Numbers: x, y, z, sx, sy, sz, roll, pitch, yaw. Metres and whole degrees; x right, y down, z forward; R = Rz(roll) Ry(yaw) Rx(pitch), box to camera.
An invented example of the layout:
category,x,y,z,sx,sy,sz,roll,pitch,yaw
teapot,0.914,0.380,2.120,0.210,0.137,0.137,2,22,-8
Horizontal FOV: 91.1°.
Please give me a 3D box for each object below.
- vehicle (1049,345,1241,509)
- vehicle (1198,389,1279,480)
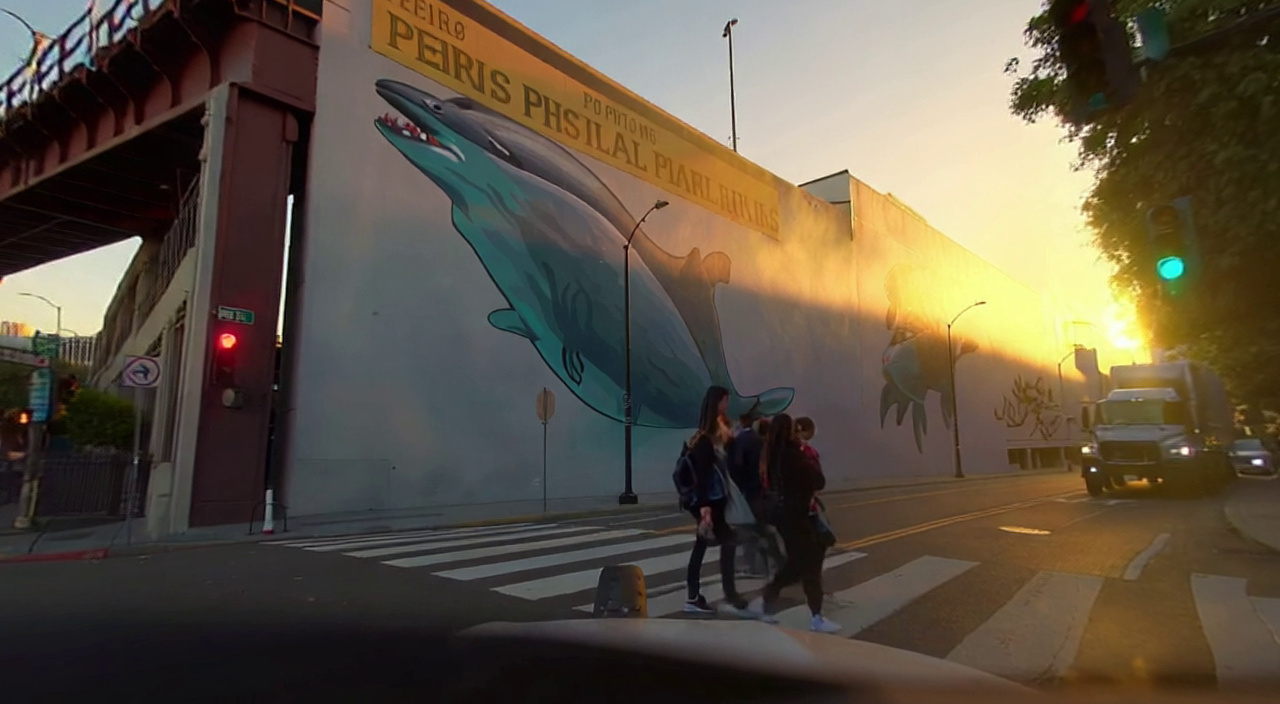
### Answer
category,x,y,z,sx,sy,sz,roll,pitch,yaw
vehicle,15.741,2.373,19.208,9.347,3.893,2.849,7,-11,-42
vehicle,32.739,4.437,33.445,12.015,4.103,2.920,7,-11,-42
